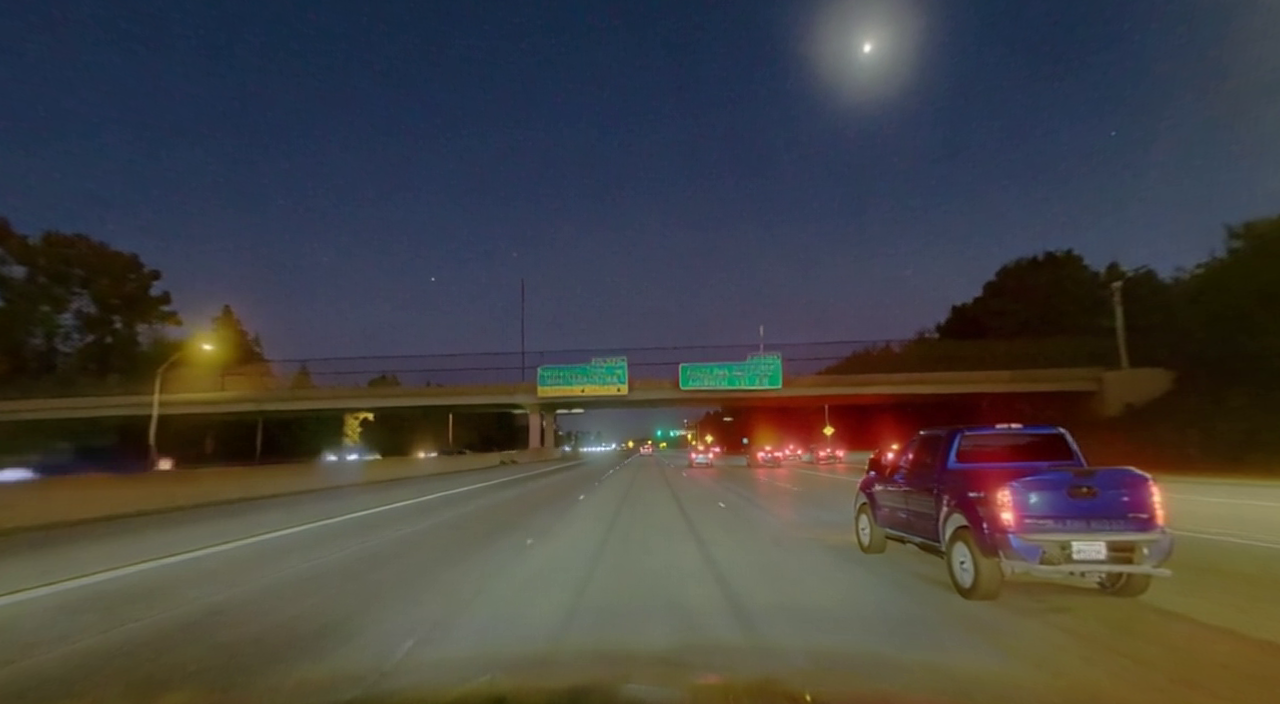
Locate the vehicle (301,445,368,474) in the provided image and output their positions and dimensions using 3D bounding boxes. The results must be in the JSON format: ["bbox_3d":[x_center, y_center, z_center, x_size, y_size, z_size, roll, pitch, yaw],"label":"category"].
[{"bbox_3d":[-22.114,7.785,45.968,2.210,1.915,5.344,0,-8,0],"label":"vehicle"}]

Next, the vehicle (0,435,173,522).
[{"bbox_3d":[-14.962,3.019,15.527,2.231,1.879,5.996,-1,-8,1],"label":"vehicle"}]

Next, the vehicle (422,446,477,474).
[{"bbox_3d":[-11.304,6.416,37.682,1.856,1.503,4.274,-1,-8,1],"label":"vehicle"}]

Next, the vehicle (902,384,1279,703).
[{"bbox_3d":[3.357,0.990,3.035,2.119,1.524,4.807,0,-8,0],"label":"vehicle"}]

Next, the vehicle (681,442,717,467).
[{"bbox_3d":[4.007,7.035,43.553,2.014,1.643,4.039,0,-8,-1],"label":"vehicle"}]

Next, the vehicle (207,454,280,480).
[{"bbox_3d":[-25.903,7.520,41.426,1.804,1.459,4.578,0,-8,0],"label":"vehicle"}]
